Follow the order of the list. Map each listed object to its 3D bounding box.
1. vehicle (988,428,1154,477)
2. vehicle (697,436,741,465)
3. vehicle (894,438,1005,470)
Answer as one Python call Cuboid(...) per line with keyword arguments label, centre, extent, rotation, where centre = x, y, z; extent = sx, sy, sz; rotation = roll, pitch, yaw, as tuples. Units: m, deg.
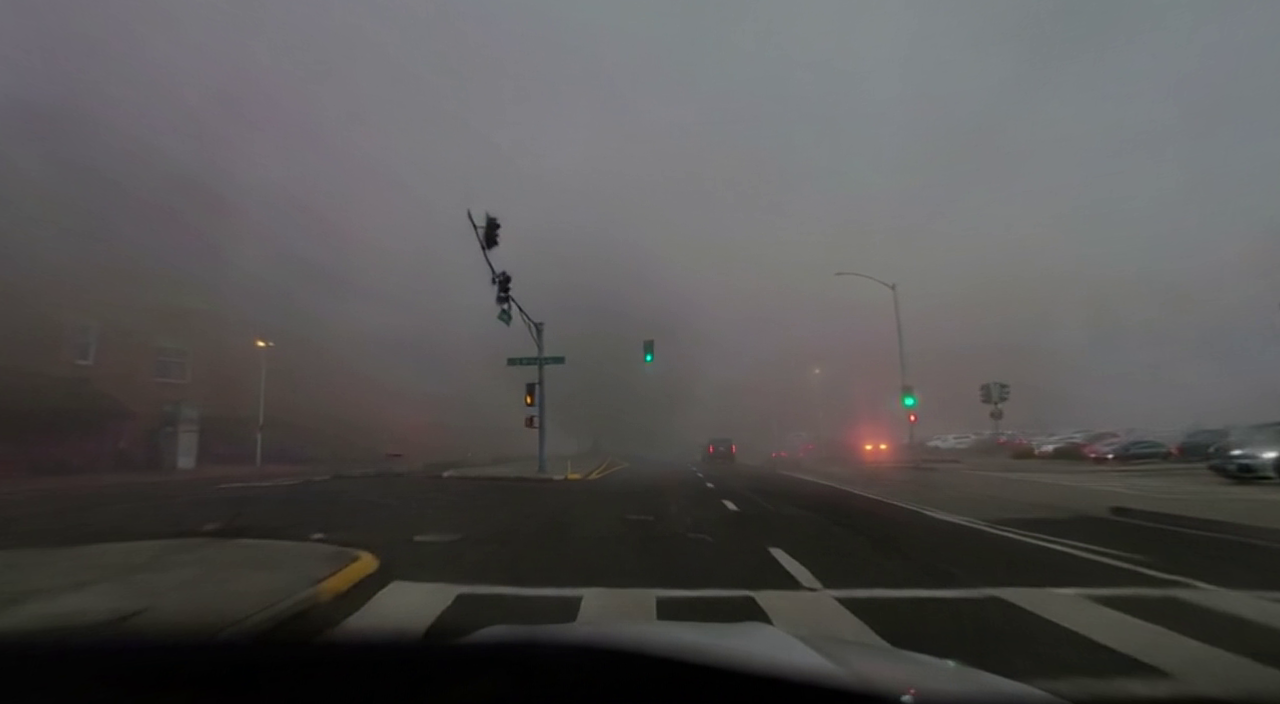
Cuboid(label="vehicle", centre=(15.772, 3.707, 23.345), extent=(4.491, 1.702, 2.094), rotation=(-1, -8, 9))
Cuboid(label="vehicle", centre=(4.518, 5.696, 36.583), extent=(2.038, 1.528, 4.259), rotation=(0, -8, 1))
Cuboid(label="vehicle", centre=(14.897, 4.911, 30.418), extent=(4.581, 1.434, 1.893), rotation=(-5, -10, 31))
